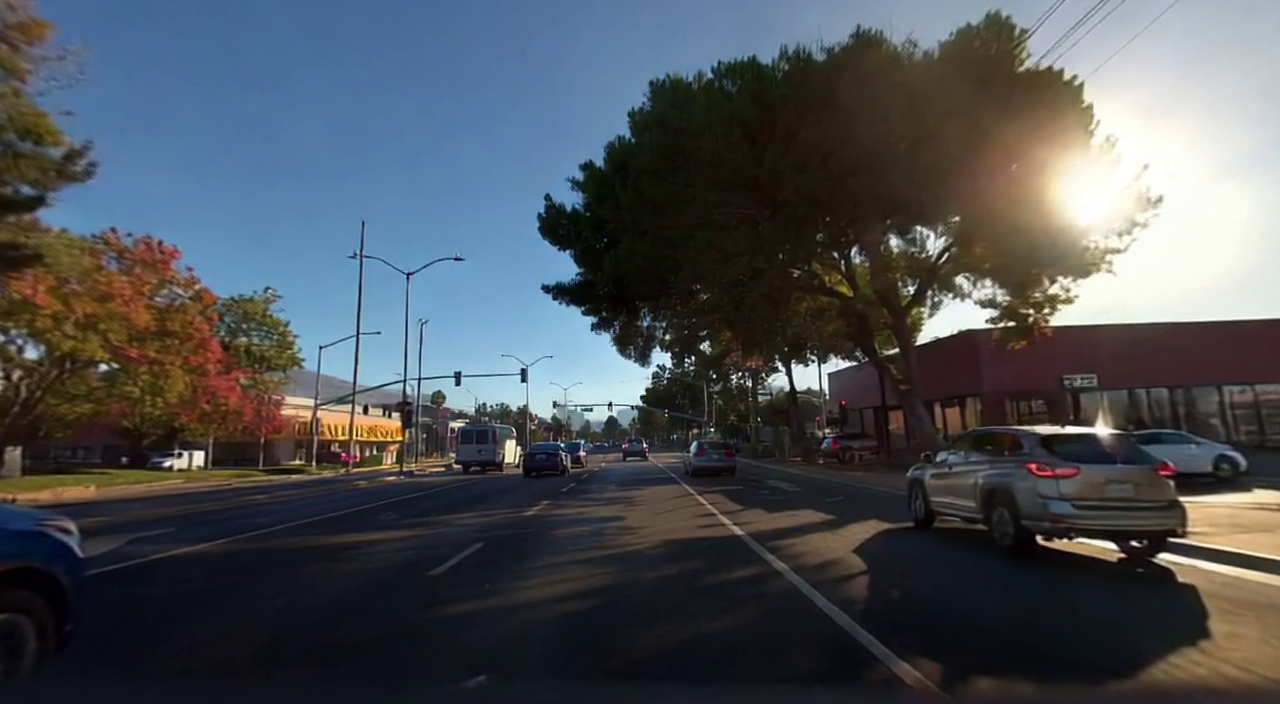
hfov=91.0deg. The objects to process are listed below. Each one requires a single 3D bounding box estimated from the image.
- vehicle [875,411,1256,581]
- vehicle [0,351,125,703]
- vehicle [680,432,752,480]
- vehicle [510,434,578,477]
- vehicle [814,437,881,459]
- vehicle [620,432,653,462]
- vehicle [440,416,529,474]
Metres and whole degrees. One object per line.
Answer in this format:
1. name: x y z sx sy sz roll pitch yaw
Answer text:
1. vehicle: 5.037 1.756 8.455 2.080 1.661 4.324 0 -9 0
2. vehicle: -4.053 0.646 1.481 2.038 1.748 4.303 0 -9 -1
3. vehicle: 2.989 4.249 25.919 2.167 1.792 4.835 1 -9 -2
4. vehicle: -4.030 4.470 27.380 2.133 1.677 4.727 0 -9 1
5. vehicle: 15.154 7.029 46.063 4.149 1.524 1.993 0 -9 -1
6. vehicle: -0.308 7.154 47.367 2.299 2.104 5.207 0 -9 -2
7. vehicle: -7.577 4.687 31.574 2.863 2.592 6.410 0 -9 -1
